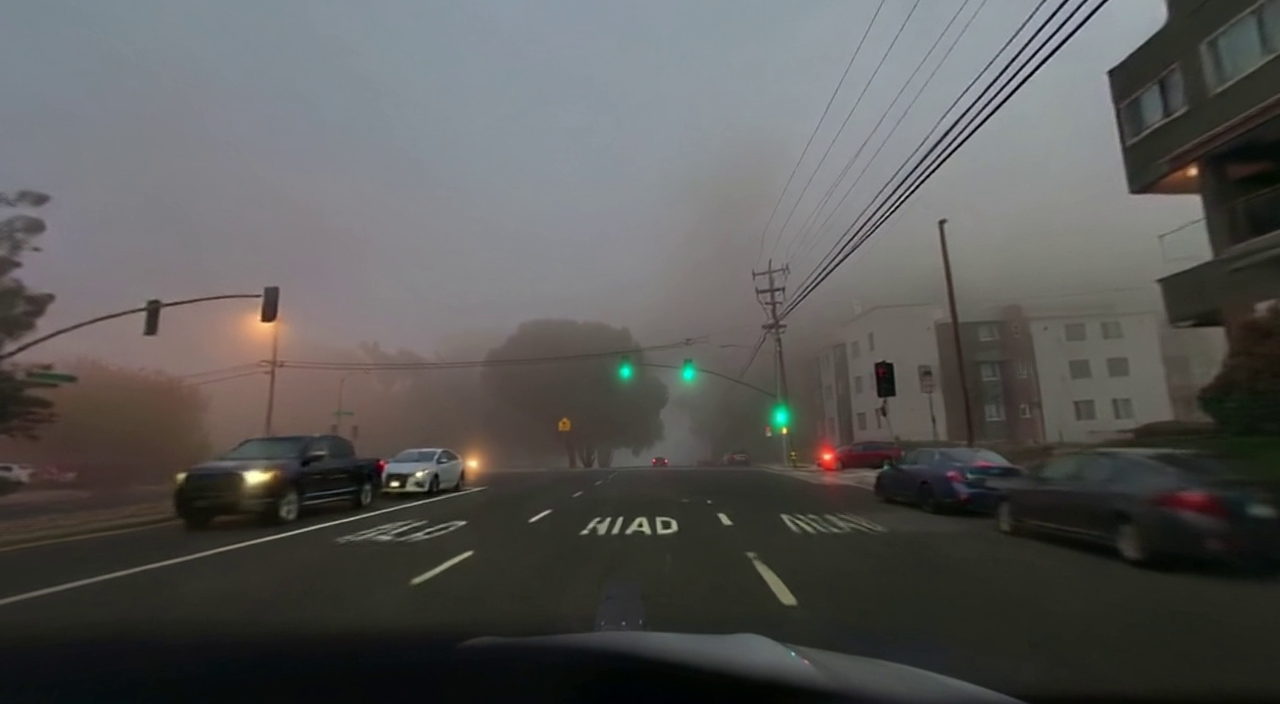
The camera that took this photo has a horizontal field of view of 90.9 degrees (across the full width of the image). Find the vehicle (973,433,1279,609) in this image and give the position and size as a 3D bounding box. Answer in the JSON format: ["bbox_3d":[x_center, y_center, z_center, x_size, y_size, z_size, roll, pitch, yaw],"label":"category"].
[{"bbox_3d":[6.159,1.748,7.656,1.839,1.461,4.645,-1,-8,2],"label":"vehicle"}]

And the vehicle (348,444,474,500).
[{"bbox_3d":[-6.863,3.618,19.534,1.953,1.471,4.744,-1,-8,2],"label":"vehicle"}]

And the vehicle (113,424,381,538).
[{"bbox_3d":[-7.347,2.429,12.633,2.074,1.794,4.832,-1,-8,3],"label":"vehicle"}]

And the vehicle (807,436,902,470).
[{"bbox_3d":[10.772,5.102,31.964,4.171,1.654,1.919,-1,-8,5],"label":"vehicle"}]

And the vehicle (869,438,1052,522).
[{"bbox_3d":[6.606,2.632,13.591,1.838,1.496,4.064,-1,-8,1],"label":"vehicle"}]
